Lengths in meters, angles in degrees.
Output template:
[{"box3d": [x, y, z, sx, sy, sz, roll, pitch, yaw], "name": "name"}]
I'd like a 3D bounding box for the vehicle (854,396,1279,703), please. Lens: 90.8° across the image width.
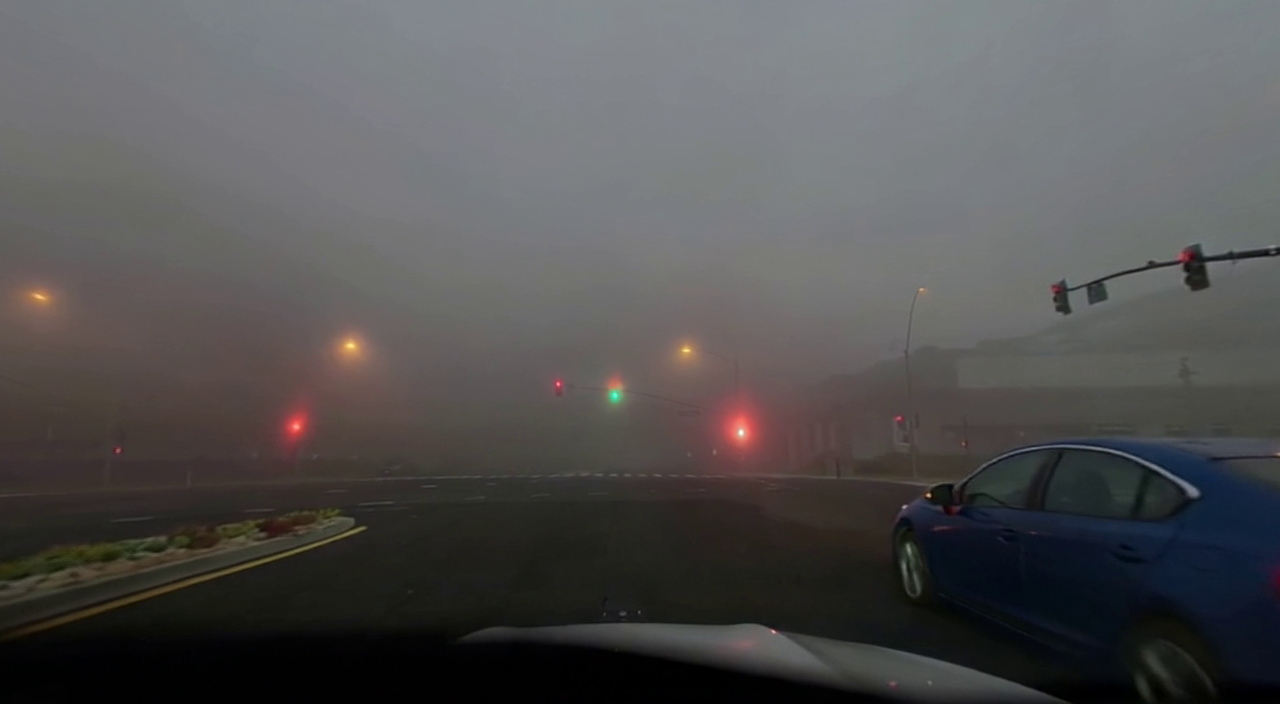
[{"box3d": [3.136, 1.146, 3.584, 2.089, 1.539, 4.767, 0, -9, -1], "name": "vehicle"}]
